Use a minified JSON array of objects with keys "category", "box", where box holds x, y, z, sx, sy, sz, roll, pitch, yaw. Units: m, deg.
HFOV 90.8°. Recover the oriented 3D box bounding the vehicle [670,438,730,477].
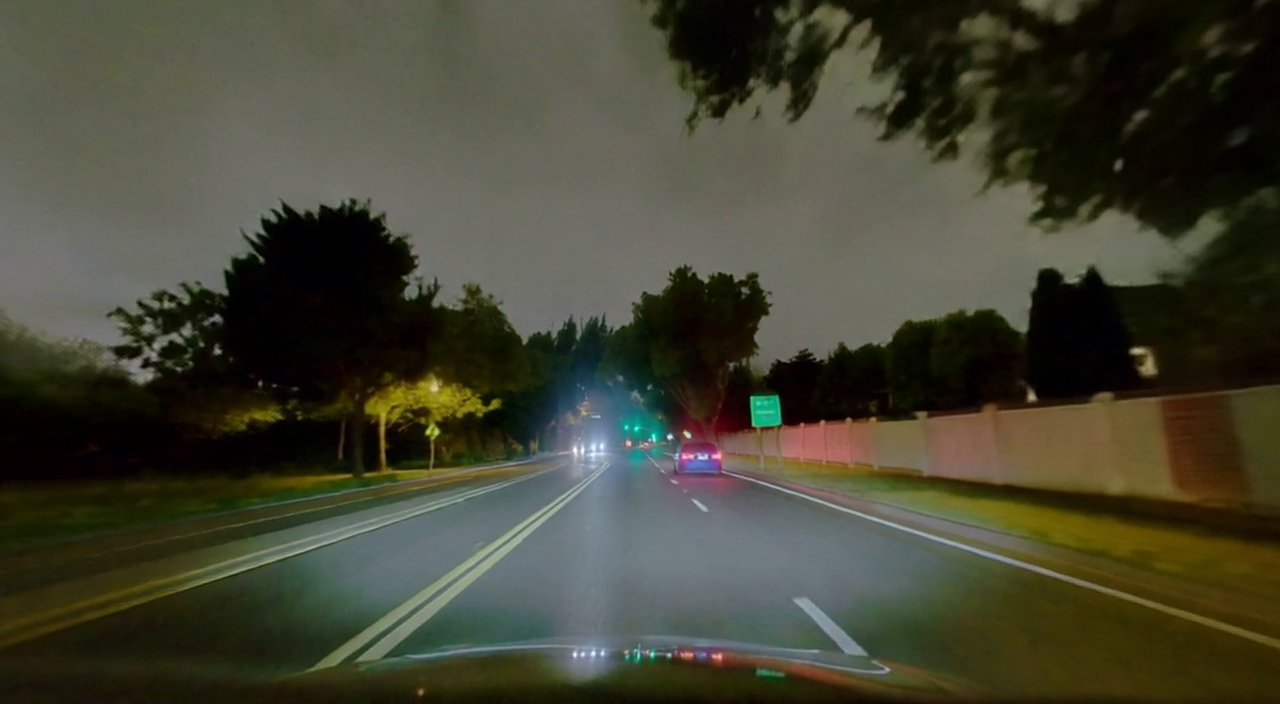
[{"category":"vehicle","box":[2.415,4.365,26.499,1.991,1.476,4.153,0,-8,-2]}]
